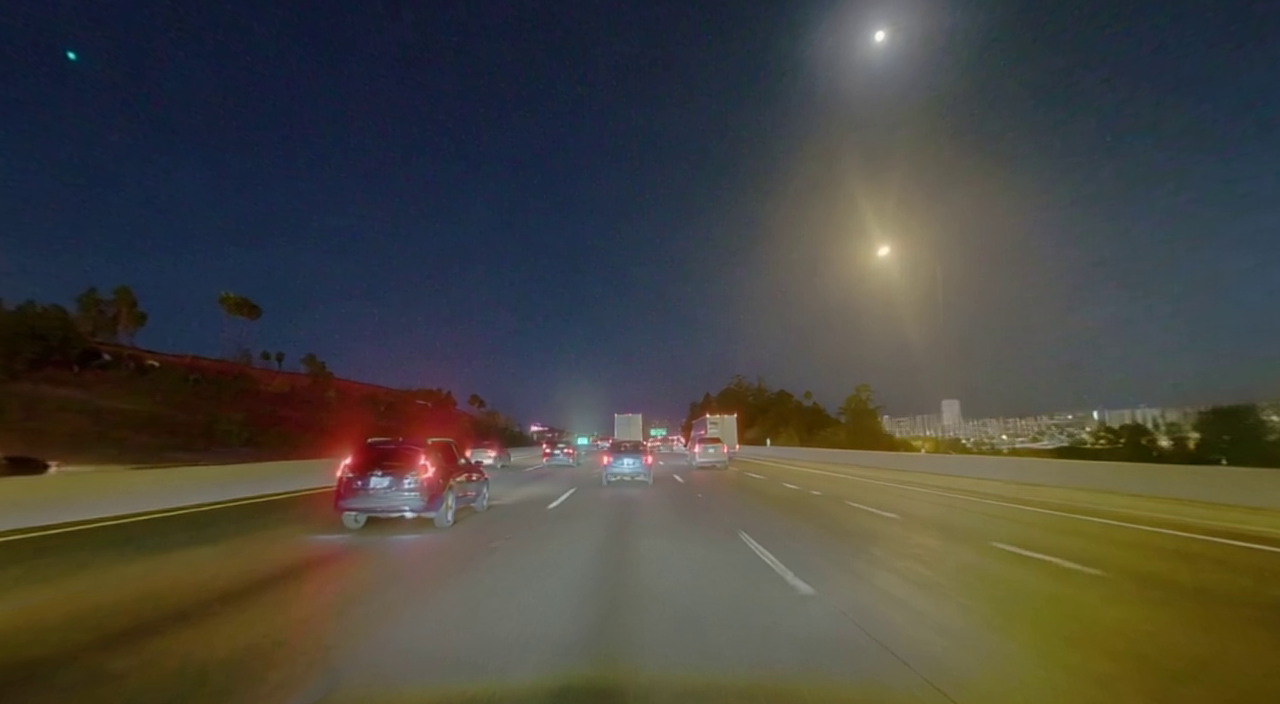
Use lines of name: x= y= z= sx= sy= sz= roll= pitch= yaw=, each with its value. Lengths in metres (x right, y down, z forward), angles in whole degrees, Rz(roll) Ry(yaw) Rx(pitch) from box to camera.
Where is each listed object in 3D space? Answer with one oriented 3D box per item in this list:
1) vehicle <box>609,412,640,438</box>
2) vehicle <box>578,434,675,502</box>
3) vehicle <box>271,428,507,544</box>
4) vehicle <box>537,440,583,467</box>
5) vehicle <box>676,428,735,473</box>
vehicle: x=-1.117 y=5.455 z=46.717 sx=2.206 sy=1.803 sz=4.569 roll=0 pitch=-8 yaw=-1
vehicle: x=-0.304 y=2.850 z=15.920 sx=2.136 sy=1.470 sz=3.971 roll=0 pitch=-8 yaw=0
vehicle: x=-3.734 y=2.068 z=10.452 sx=2.064 sy=1.475 sz=4.489 roll=0 pitch=-8 yaw=0
vehicle: x=-4.358 y=5.606 z=34.951 sx=1.998 sy=1.423 sz=4.436 roll=0 pitch=-8 yaw=0
vehicle: x=2.914 y=4.536 z=29.182 sx=2.173 sy=1.870 sz=4.499 roll=0 pitch=-8 yaw=-1
